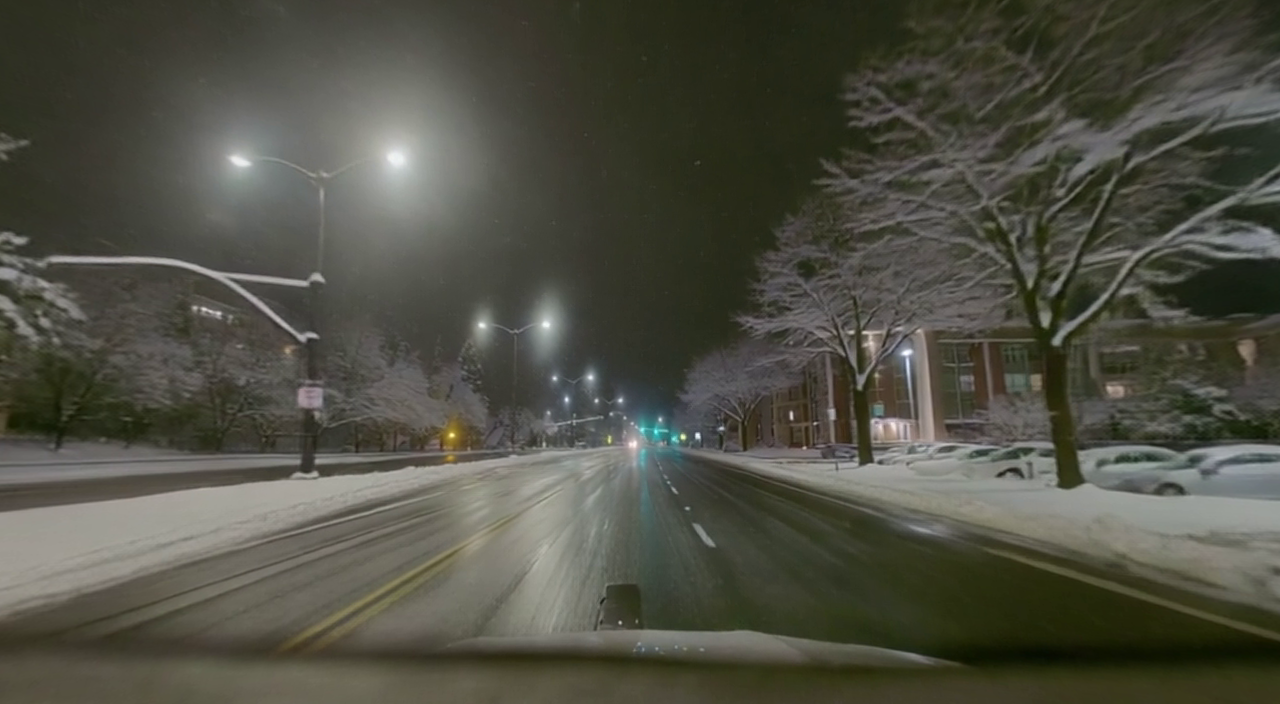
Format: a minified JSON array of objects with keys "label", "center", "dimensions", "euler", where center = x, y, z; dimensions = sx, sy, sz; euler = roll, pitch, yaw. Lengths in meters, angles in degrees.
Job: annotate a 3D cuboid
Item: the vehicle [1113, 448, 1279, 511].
[{"label":"vehicle","center":[15.206,3.236,16.224],"dimensions":[4.331,1.469,2.008],"euler":[0,-9,2]}]
